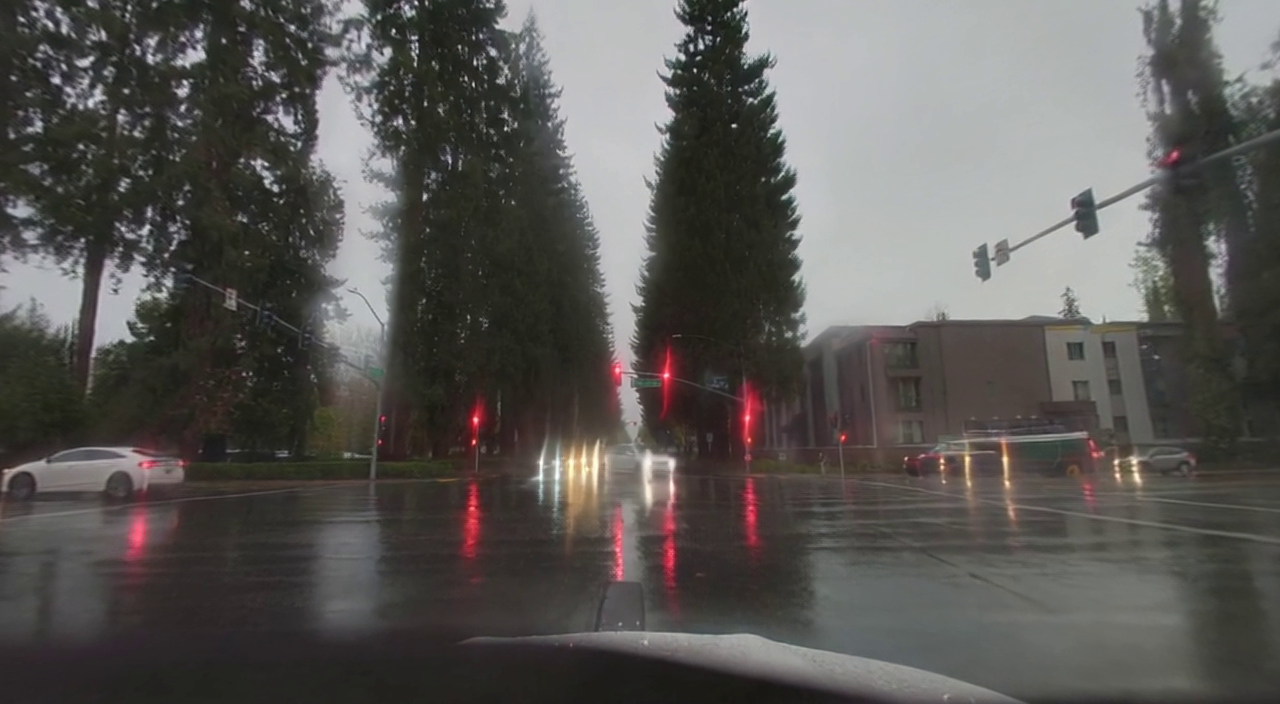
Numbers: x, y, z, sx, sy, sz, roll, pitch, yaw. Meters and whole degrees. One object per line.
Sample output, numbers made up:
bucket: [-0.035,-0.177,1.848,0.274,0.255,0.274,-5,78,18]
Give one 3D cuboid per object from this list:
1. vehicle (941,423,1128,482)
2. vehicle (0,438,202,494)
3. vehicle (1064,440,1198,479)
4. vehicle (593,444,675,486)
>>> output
vehicle: [16.651,4.279,27.007,6.109,2.348,2.683,0,-8,1]
vehicle: [-18.650,3.968,22.013,4.798,1.763,2.536,0,-10,0]
vehicle: [23.212,5.079,30.027,4.569,1.794,2.088,0,-8,0]
vehicle: [-0.396,5.149,29.162,2.162,1.740,4.728,3,-9,-22]
